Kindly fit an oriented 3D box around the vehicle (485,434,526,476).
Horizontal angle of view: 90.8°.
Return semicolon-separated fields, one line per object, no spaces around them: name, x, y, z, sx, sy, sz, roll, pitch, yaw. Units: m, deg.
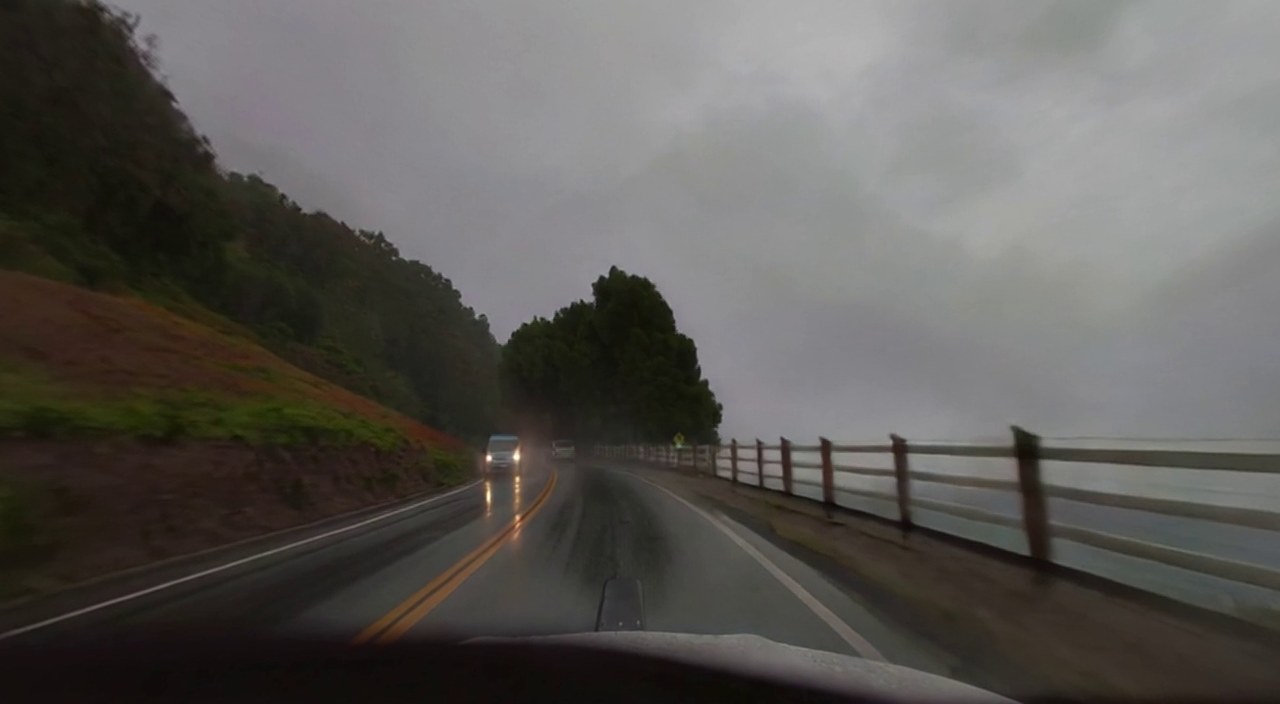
vehicle;-8.715;6.619;40.747;2.373;2.488;5.160;2;-9;-13
